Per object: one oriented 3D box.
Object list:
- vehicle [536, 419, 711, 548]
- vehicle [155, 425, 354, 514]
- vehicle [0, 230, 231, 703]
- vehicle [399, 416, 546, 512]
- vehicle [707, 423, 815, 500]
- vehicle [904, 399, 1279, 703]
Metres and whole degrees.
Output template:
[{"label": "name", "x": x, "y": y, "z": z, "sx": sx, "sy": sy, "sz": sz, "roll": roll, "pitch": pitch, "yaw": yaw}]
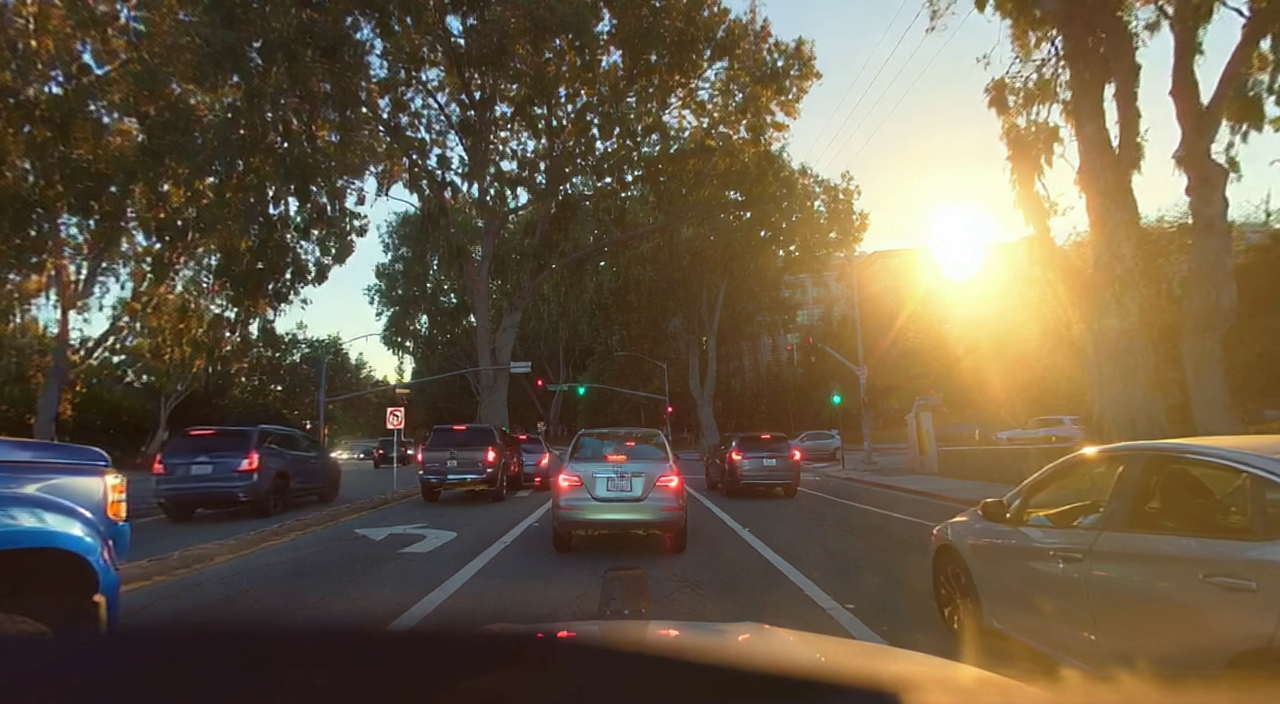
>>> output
[{"label": "vehicle", "x": -0.222, "y": 1.939, "z": 9.874, "sx": 2.194, "sy": 1.607, "sz": 3.690, "roll": 0, "pitch": -8, "yaw": 0}, {"label": "vehicle", "x": -8.390, "y": 2.574, "z": 14.375, "sx": 2.122, "sy": 1.653, "sz": 4.807, "roll": 1, "pitch": -9, "yaw": -9}, {"label": "vehicle", "x": -3.475, "y": 0.349, "z": 0.301, "sx": 2.656, "sy": 2.021, "sz": 5.800, "roll": 0, "pitch": -8, "yaw": 0}, {"label": "vehicle", "x": -3.632, "y": 2.525, "z": 14.666, "sx": 2.089, "sy": 1.857, "sz": 4.488, "roll": 0, "pitch": -8, "yaw": 1}, {"label": "vehicle", "x": 3.170, "y": 2.992, "z": 17.614, "sx": 2.102, "sy": 1.841, "sz": 4.587, "roll": 0, "pitch": -8, "yaw": 0}, {"label": "vehicle", "x": 3.018, "y": 0.968, "z": 2.525, "sx": 1.874, "sy": 1.477, "sz": 4.698, "roll": 0, "pitch": -8, "yaw": 0}]
